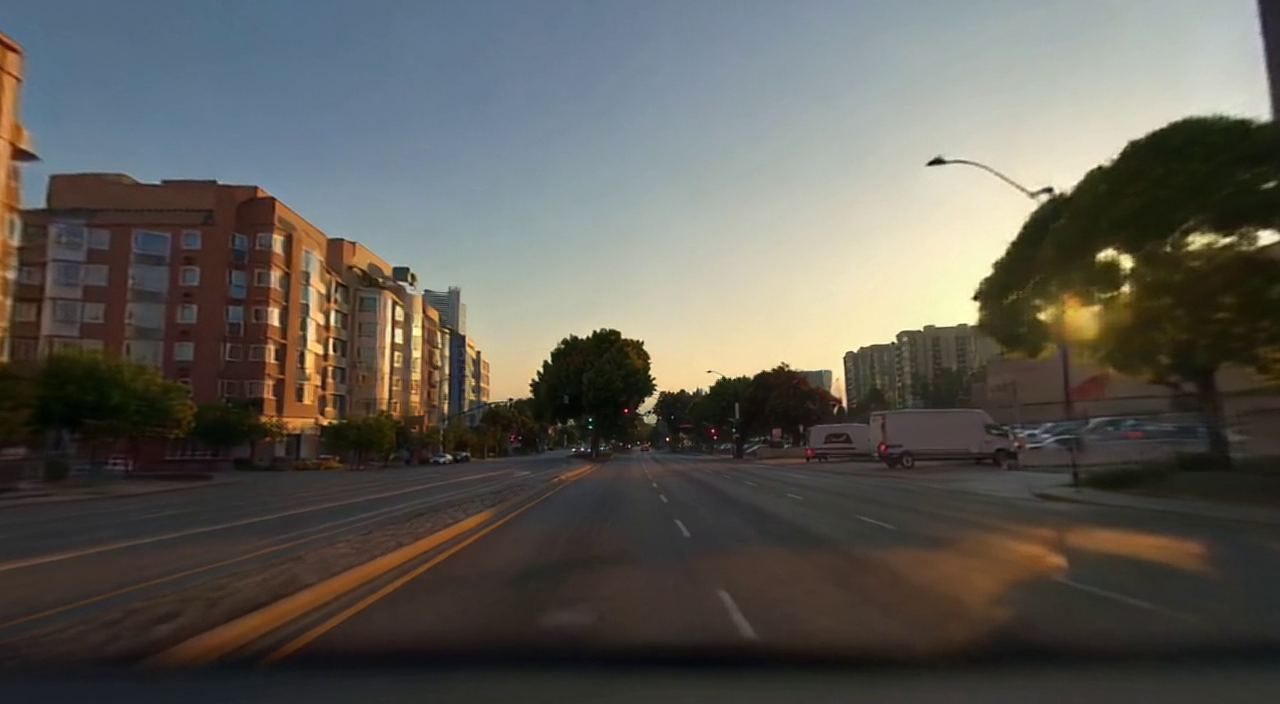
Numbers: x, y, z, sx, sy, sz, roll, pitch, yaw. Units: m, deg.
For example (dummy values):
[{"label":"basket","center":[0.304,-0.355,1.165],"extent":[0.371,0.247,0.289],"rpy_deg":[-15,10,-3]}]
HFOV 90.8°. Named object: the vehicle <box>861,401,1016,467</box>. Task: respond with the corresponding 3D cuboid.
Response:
[{"label":"vehicle","center":[16.654,4.641,35.602],"extent":[7.225,3.553,2.709],"rpy_deg":[0,-9,-3]}]
